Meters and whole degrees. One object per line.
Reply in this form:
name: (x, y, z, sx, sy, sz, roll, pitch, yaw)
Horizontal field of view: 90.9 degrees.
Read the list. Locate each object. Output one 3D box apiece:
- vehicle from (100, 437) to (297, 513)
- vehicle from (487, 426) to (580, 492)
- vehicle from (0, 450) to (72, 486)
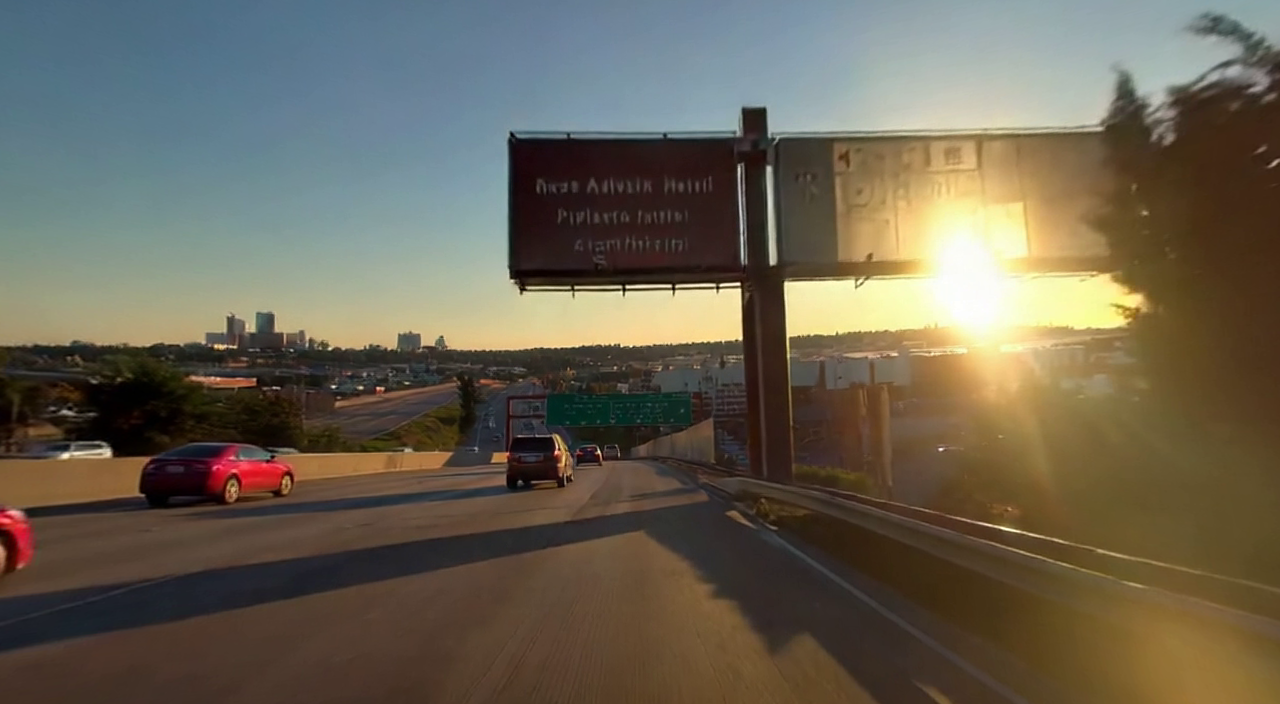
vehicle: (-11.053, 3.051, 16.285, 1.919, 1.665, 4.394, 0, -8, -1)
vehicle: (-3.500, 3.660, 21.923, 2.301, 1.985, 5.247, 0, -8, 0)
vehicle: (-30.784, 5.645, 30.897, 1.826, 1.651, 4.480, 0, -8, -2)
